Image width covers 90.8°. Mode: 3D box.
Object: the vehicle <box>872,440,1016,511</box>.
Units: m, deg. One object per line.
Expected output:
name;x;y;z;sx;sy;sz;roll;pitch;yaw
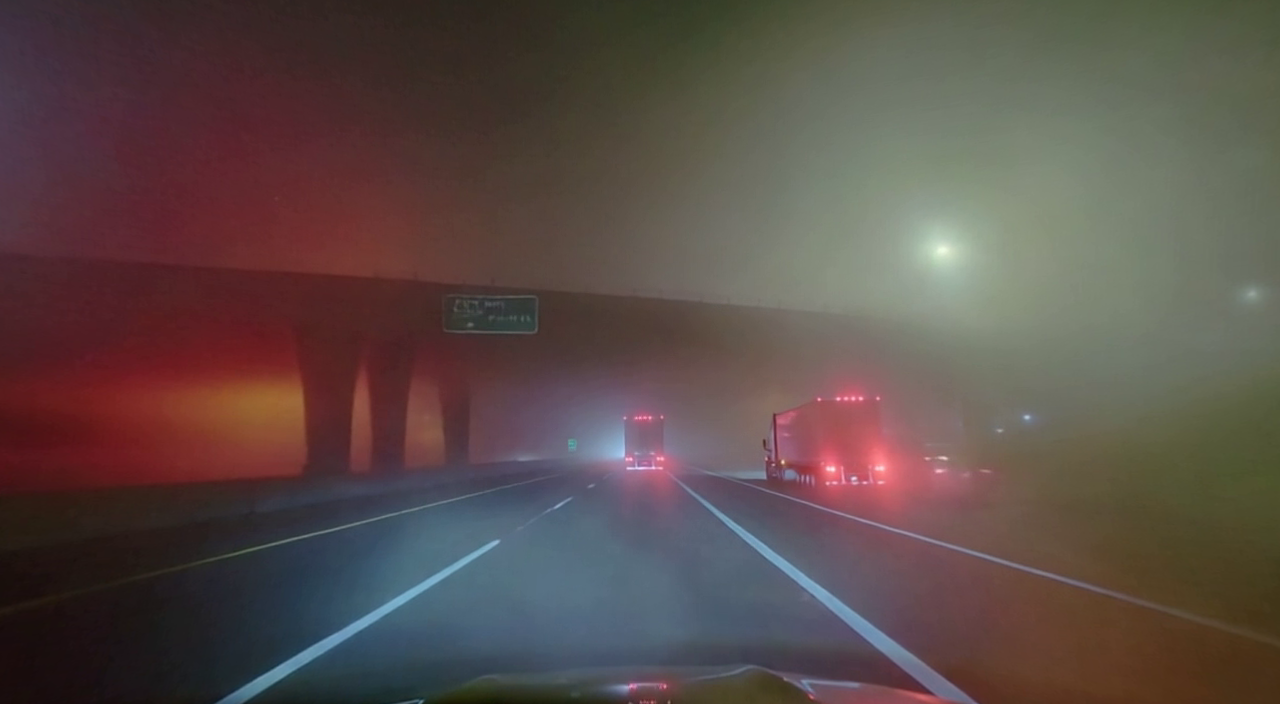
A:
vehicle;7.337;2.999;15.663;1.687;1.503;3.688;-1;-9;0
